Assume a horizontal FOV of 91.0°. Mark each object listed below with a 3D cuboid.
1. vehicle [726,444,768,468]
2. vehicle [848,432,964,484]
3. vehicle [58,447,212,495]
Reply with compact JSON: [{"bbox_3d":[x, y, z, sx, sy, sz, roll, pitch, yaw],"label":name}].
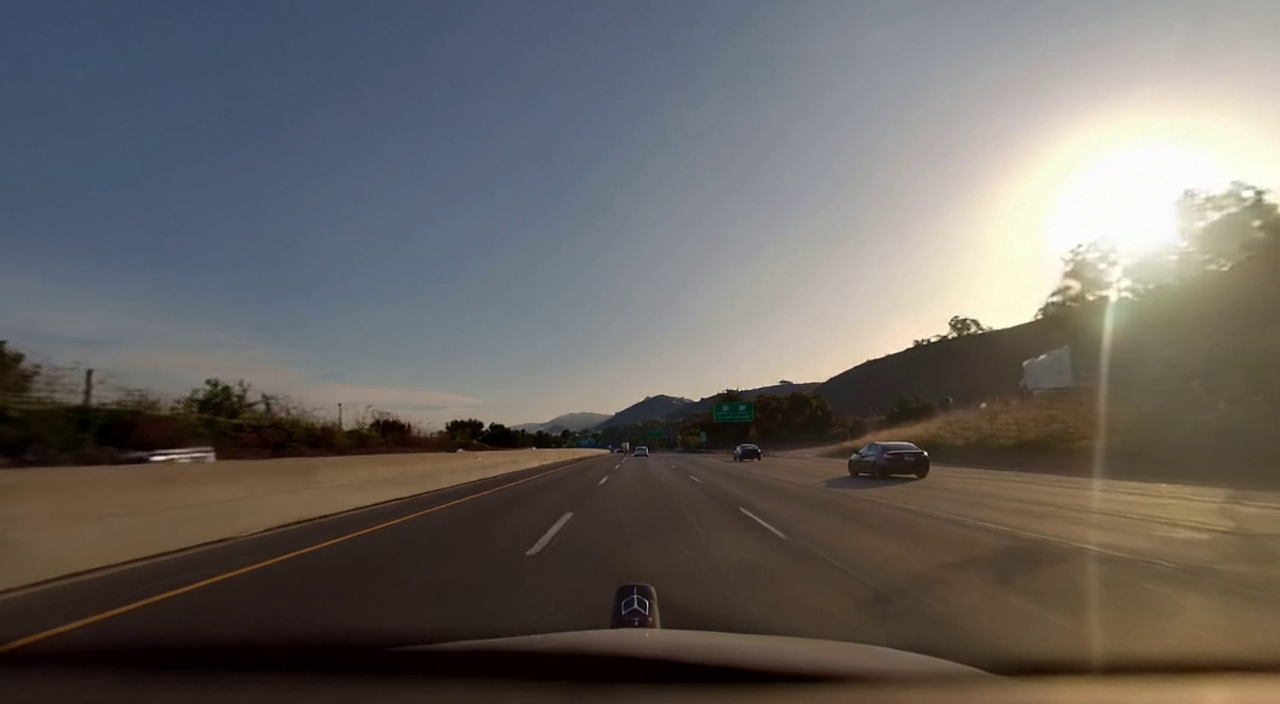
[{"bbox_3d":[7.315,7.139,43.343,2.053,1.553,4.463,0,-9,-1],"label":"vehicle"},{"bbox_3d":[10.931,4.409,26.477,2.387,1.936,5.646,0,-9,0],"label":"vehicle"},{"bbox_3d":[-19.862,4.660,25.140,2.019,1.701,4.913,0,-9,1],"label":"vehicle"}]
